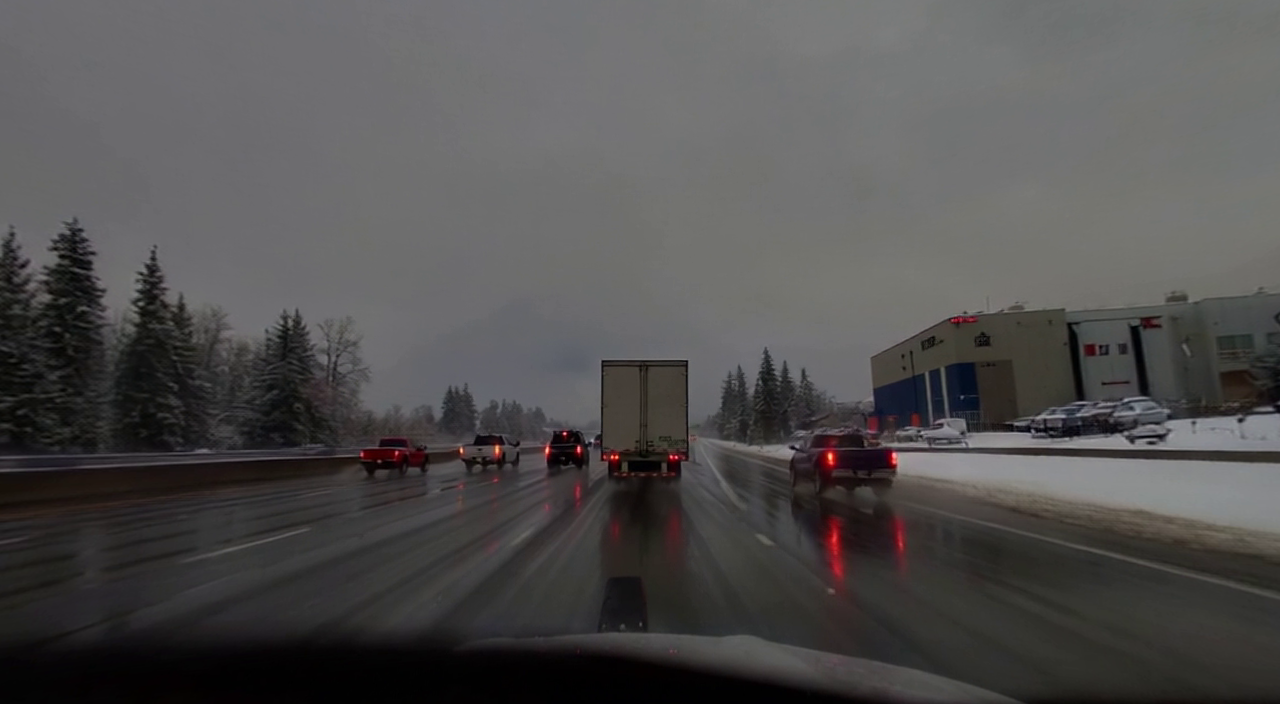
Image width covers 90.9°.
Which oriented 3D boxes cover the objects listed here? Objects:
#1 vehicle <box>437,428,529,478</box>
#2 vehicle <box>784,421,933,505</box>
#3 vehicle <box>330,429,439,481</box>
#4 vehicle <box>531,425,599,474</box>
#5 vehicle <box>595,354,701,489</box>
[{"bbox_3d":[-6.755,4.455,28.038,2.479,1.978,5.952,0,-9,1],"label":"vehicle"},{"bbox_3d":[5.254,2.750,16.024,2.137,1.796,4.817,0,-9,2],"label":"vehicle"},{"bbox_3d":[-10.367,4.237,26.240,2.089,1.885,5.888,0,-9,0],"label":"vehicle"},{"bbox_3d":[-3.377,4.589,29.755,2.379,2.075,6.169,0,-9,1],"label":"vehicle"},{"bbox_3d":[0.130,2.674,22.745,2.941,3.794,9.851,0,-9,-1],"label":"vehicle"}]
